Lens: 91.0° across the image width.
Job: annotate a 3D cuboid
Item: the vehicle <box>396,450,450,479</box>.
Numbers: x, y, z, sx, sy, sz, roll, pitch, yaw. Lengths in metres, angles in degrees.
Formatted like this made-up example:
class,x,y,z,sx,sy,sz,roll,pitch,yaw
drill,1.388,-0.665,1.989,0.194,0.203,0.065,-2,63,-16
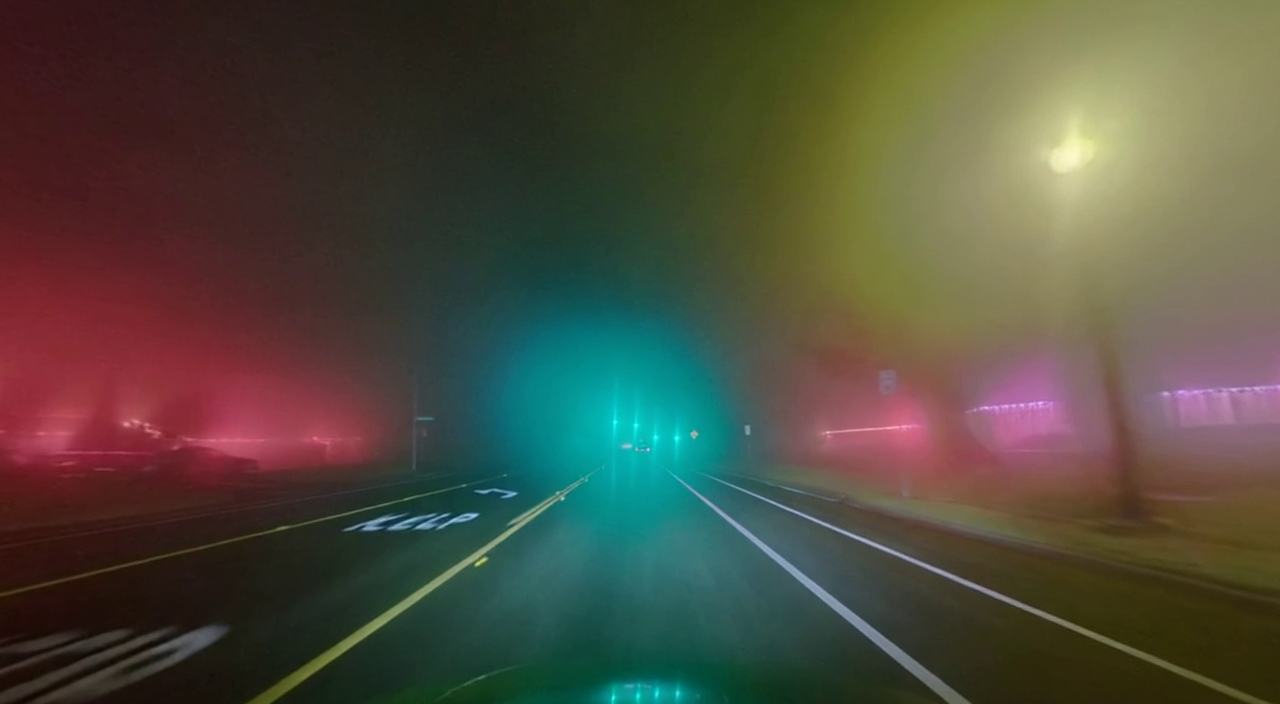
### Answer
class,x,y,z,sx,sy,sz,roll,pitch,yaw
vehicle,-12.912,6.685,37.664,1.777,1.555,4.000,0,-8,0

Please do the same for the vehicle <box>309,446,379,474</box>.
class,x,y,z,sx,sy,sz,roll,pitch,yaw
vehicle,-21.442,7.823,45.677,4.145,1.420,1.899,-6,-7,0

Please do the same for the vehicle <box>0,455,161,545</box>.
class,x,y,z,sx,sy,sz,roll,pitch,yaw
vehicle,-12.891,3.131,13.761,1.791,1.552,3.919,-3,-8,0

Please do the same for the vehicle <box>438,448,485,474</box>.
class,x,y,z,sx,sy,sz,roll,pitch,yaw
vehicle,-12.665,7.790,45.054,1.950,1.593,4.784,-1,-7,0
